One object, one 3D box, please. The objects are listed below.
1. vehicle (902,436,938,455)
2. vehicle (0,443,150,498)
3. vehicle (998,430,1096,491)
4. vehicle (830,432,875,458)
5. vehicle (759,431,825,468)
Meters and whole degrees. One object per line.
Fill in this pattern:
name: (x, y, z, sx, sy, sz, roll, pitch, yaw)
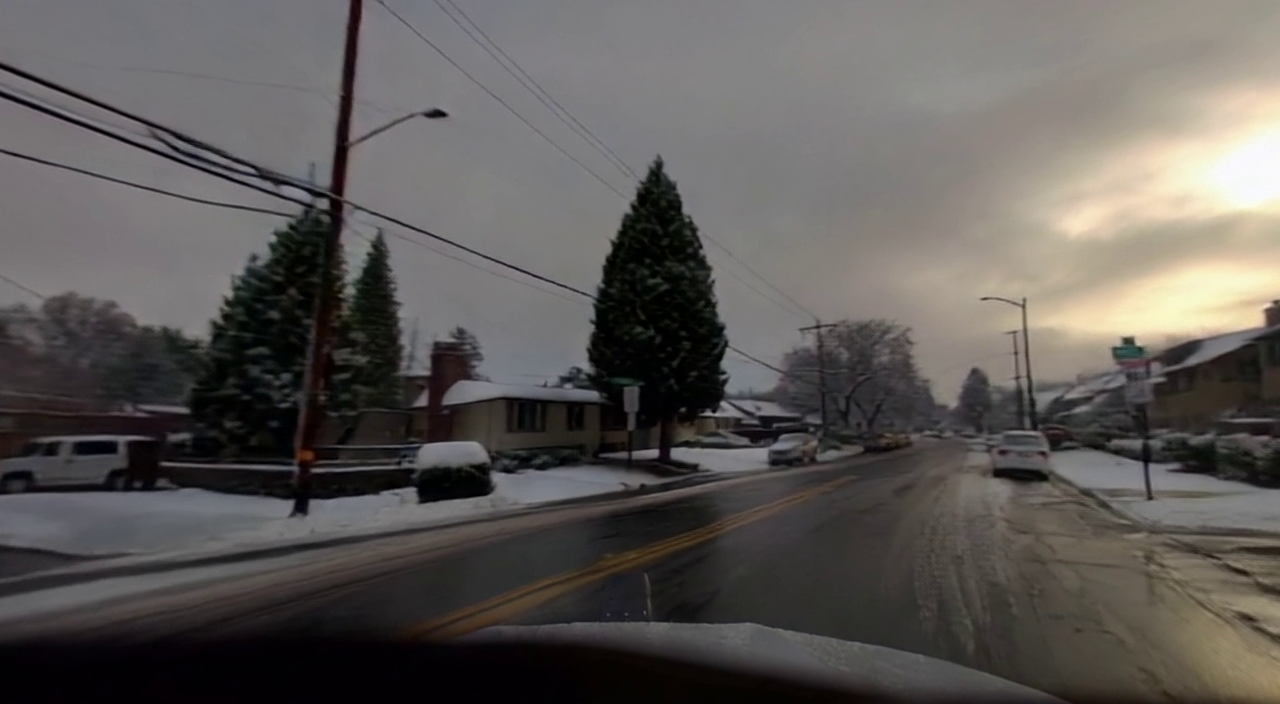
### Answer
vehicle: (21.990, 7.330, 49.416, 2.079, 1.441, 4.541, -5, -10, 29)
vehicle: (-18.501, 3.751, 20.366, 1.650, 1.532, 3.784, -6, -9, 34)
vehicle: (11.552, 3.068, 18.204, 2.014, 1.482, 4.599, -5, -10, 29)
vehicle: (15.707, 6.867, 46.466, 2.120, 1.799, 5.370, -6, -10, 28)
vehicle: (7.915, 5.004, 32.471, 2.027, 1.695, 4.437, -8, -11, 28)
